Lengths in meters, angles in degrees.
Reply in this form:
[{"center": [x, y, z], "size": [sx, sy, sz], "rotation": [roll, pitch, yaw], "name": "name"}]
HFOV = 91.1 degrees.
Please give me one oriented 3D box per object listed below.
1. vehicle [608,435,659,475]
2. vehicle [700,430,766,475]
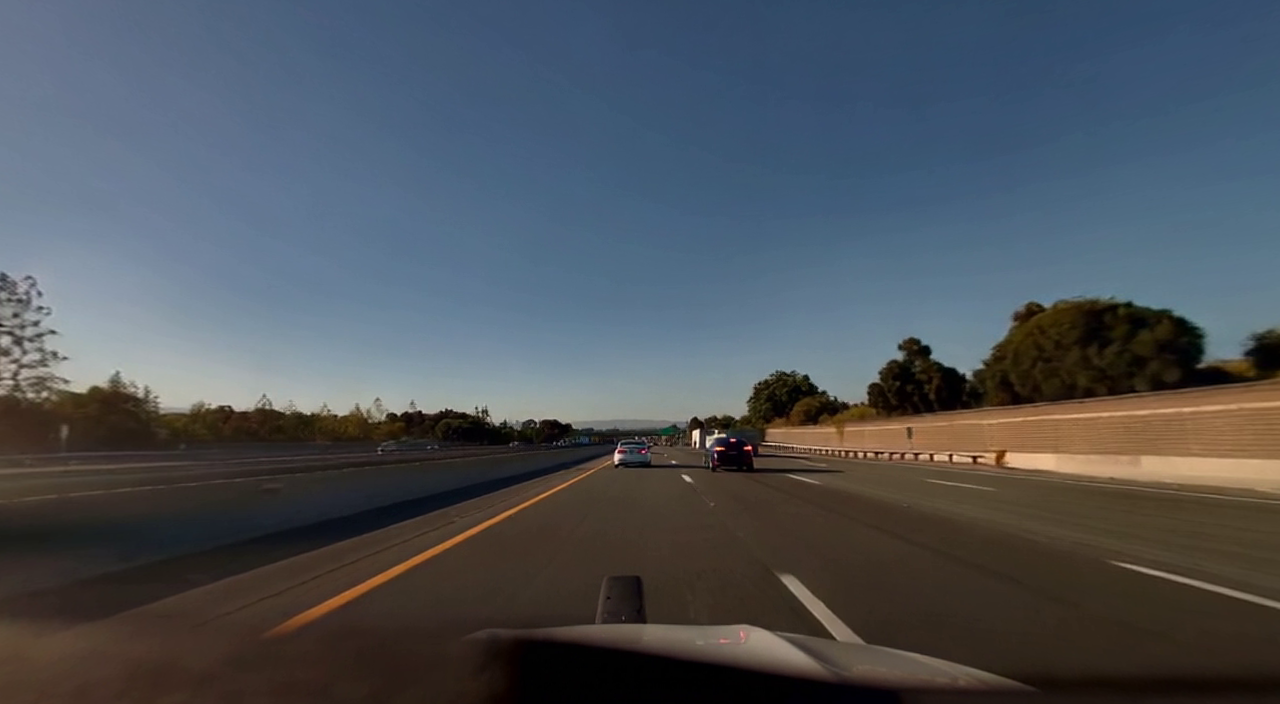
[{"center": [-0.238, 4.440, 27.334], "size": [2.050, 1.546, 4.344], "rotation": [0, -8, 0], "name": "vehicle"}, {"center": [3.776, 4.184, 26.309], "size": [2.063, 1.698, 4.355], "rotation": [0, -8, 0], "name": "vehicle"}]
